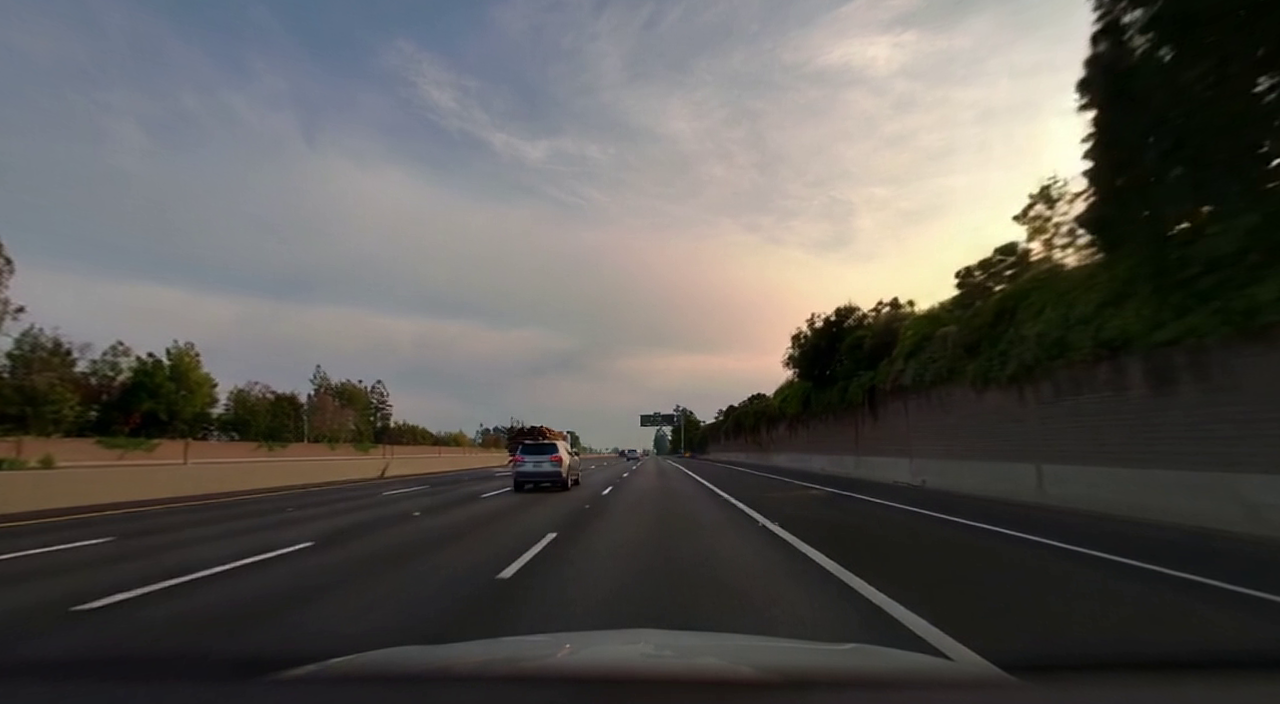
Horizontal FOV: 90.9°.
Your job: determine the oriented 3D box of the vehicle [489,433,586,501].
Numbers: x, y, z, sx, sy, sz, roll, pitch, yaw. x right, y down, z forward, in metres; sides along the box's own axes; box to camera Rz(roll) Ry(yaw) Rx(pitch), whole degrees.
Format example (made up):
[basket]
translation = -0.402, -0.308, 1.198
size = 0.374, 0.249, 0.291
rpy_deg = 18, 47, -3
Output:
[vehicle]
translation = -2.953, 3.434, 19.268
size = 2.114, 1.787, 4.365
rpy_deg = 0, -8, 2
